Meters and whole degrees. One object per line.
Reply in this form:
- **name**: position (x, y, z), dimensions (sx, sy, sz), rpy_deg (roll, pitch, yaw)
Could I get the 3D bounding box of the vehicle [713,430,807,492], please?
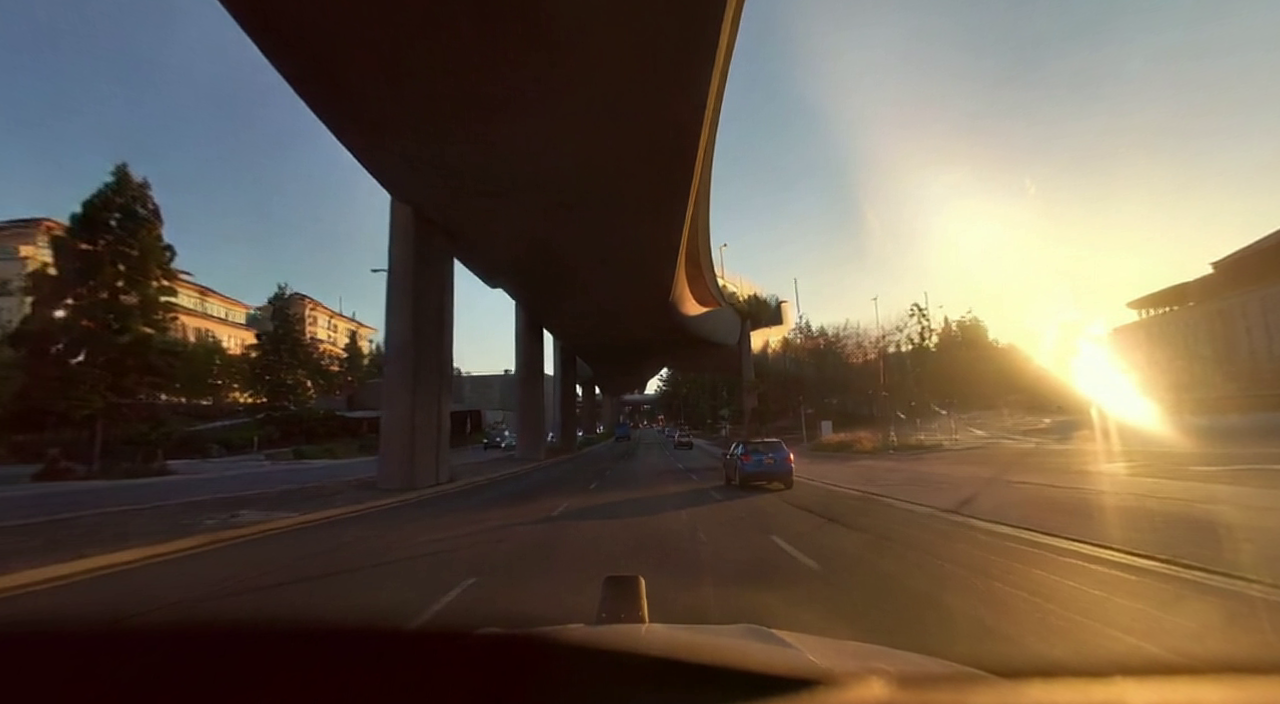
- **vehicle**: position (3.639, 3.406, 20.020), dimensions (2.110, 1.712, 4.489), rpy_deg (0, -9, 0)
